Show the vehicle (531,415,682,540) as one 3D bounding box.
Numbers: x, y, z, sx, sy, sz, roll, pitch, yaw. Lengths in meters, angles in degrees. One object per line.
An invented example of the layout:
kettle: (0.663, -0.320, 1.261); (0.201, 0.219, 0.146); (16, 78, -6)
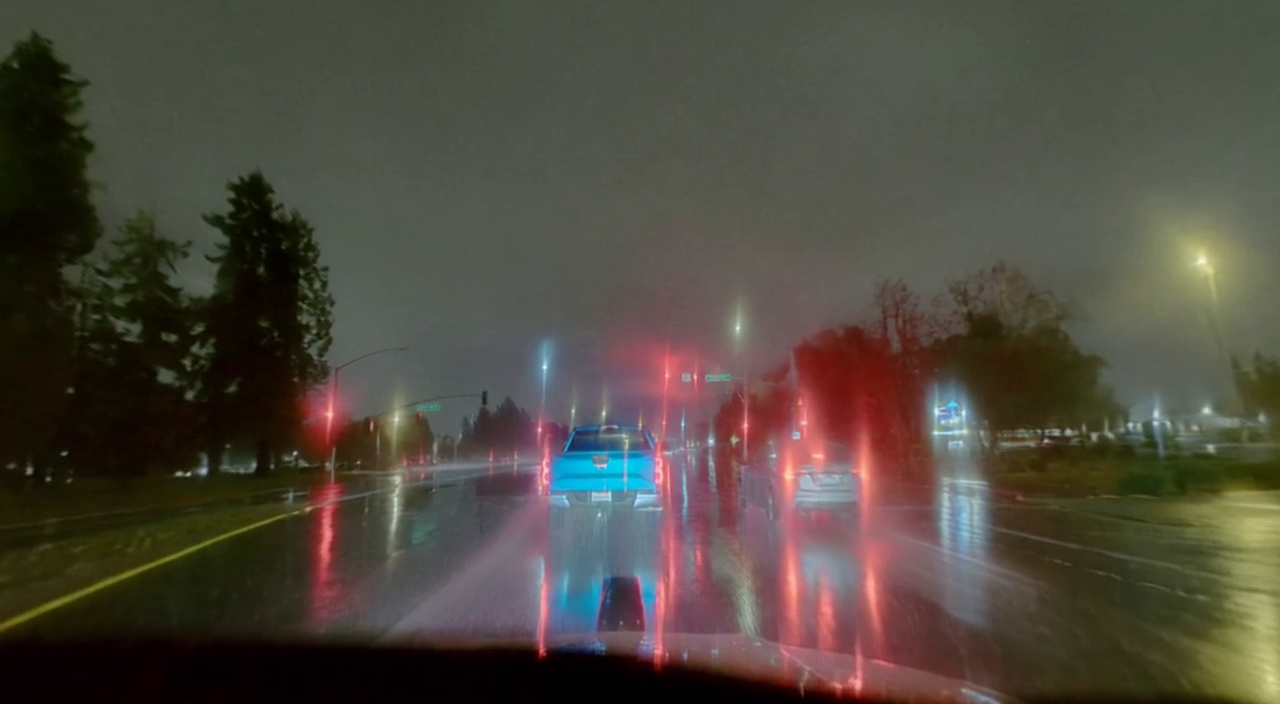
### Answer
vehicle: (-0.495, 2.149, 11.454); (2.145, 1.762, 4.731); (0, -8, -1)

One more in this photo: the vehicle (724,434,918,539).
vehicle: (2.922, 2.278, 11.410); (2.073, 1.484, 4.437); (0, -8, -2)
